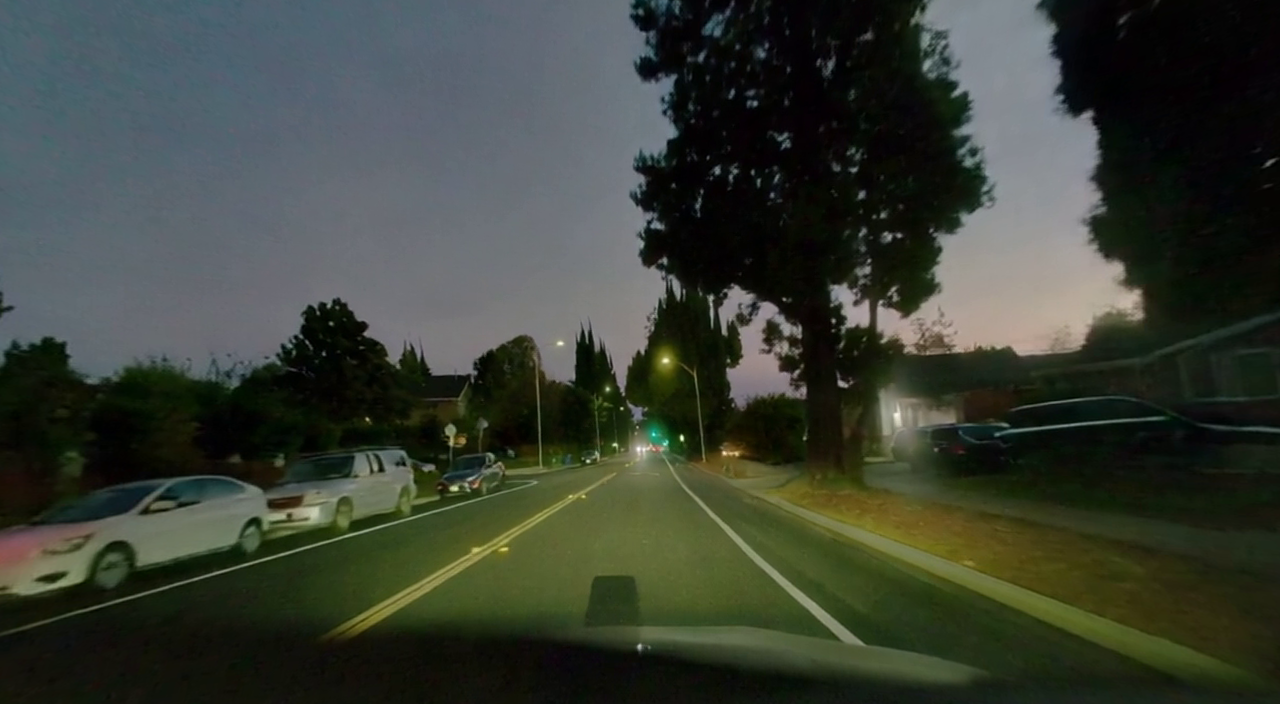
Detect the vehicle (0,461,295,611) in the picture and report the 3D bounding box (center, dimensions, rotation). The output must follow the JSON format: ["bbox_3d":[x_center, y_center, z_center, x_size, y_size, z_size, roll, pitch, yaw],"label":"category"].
[{"bbox_3d":[-7.067,2.340,8.925,1.960,1.486,4.217,0,-9,1],"label":"vehicle"}]

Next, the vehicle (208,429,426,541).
[{"bbox_3d":[-6.823,2.895,14.275,2.012,1.902,5.437,-4,-10,1],"label":"vehicle"}]

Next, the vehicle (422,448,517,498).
[{"bbox_3d":[-6.546,4.701,25.091,1.984,1.732,5.628,0,-9,2],"label":"vehicle"}]
